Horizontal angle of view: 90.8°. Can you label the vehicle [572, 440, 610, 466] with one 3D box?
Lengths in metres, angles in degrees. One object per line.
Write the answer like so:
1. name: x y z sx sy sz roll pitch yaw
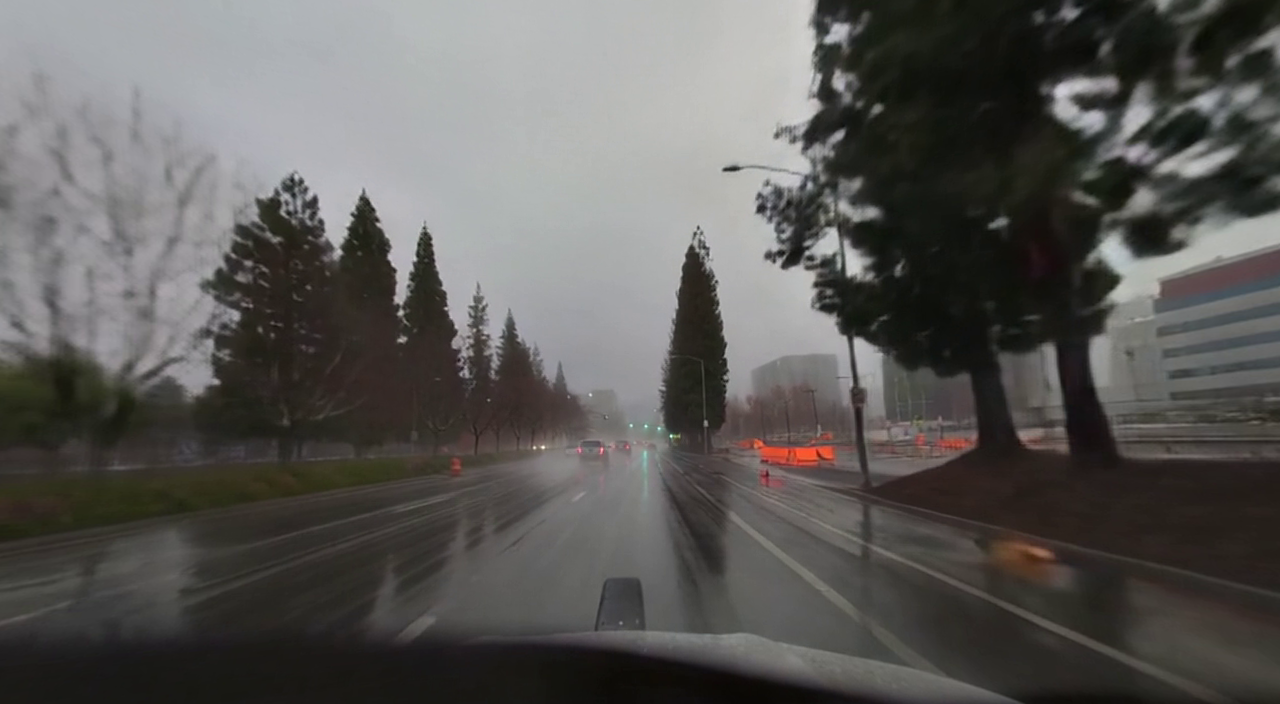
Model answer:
1. vehicle: -3.170 6.647 41.776 2.121 1.654 3.993 0 -8 1
